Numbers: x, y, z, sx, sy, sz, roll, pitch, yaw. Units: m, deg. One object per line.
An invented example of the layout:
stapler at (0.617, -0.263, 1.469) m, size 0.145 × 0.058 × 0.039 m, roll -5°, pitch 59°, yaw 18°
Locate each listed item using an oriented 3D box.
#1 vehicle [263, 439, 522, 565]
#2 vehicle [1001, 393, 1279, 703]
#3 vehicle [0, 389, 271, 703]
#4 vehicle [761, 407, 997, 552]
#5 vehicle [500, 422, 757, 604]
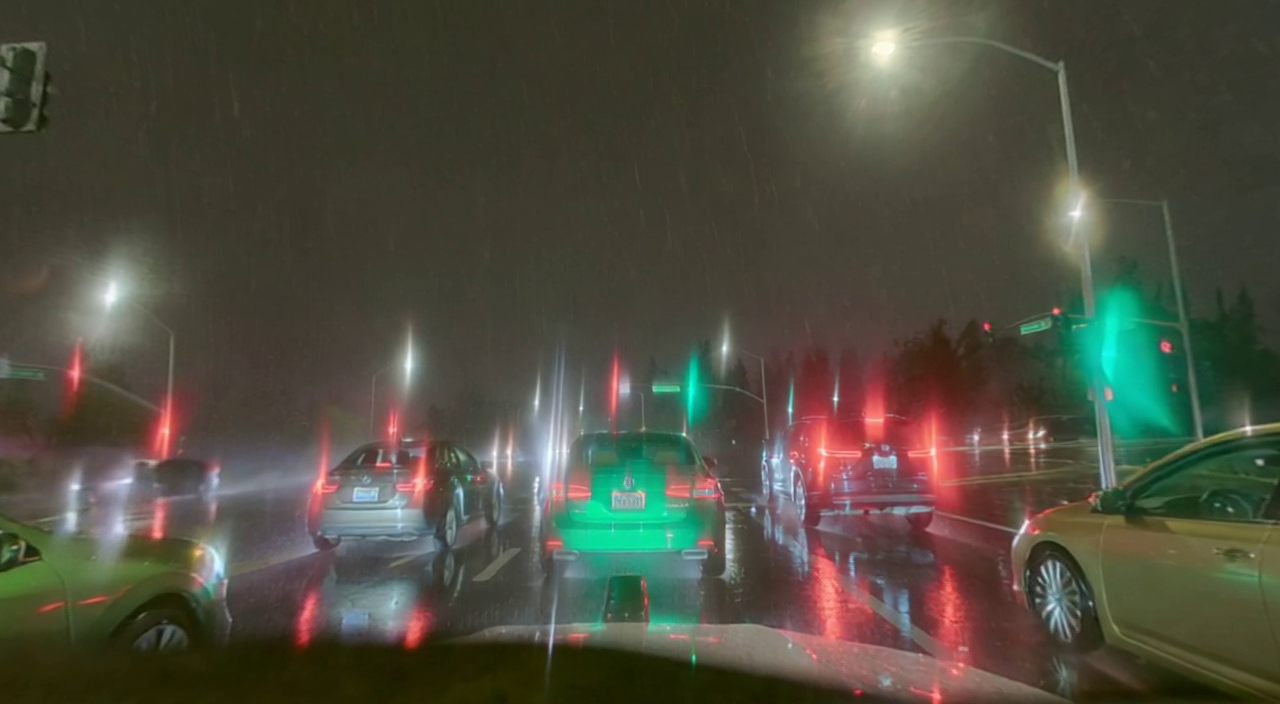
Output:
vehicle at (-3.293, 2.073, 9.552) m, size 1.995 × 1.436 × 4.373 m, roll -1°, pitch -8°, yaw 3°
vehicle at (3.944, 0.974, 3.106) m, size 1.800 × 1.519 × 4.198 m, roll 0°, pitch -8°, yaw 0°
vehicle at (-3.469, 0.846, 1.847) m, size 2.016 × 1.547 × 4.414 m, roll 0°, pitch -8°, yaw 1°
vehicle at (3.318, 1.866, 9.838) m, size 1.992 × 1.744 × 4.183 m, roll 0°, pitch -8°, yaw 0°
vehicle at (-0.124, 1.654, 7.395) m, size 2.140 × 1.499 × 4.119 m, roll 0°, pitch -8°, yaw -1°
